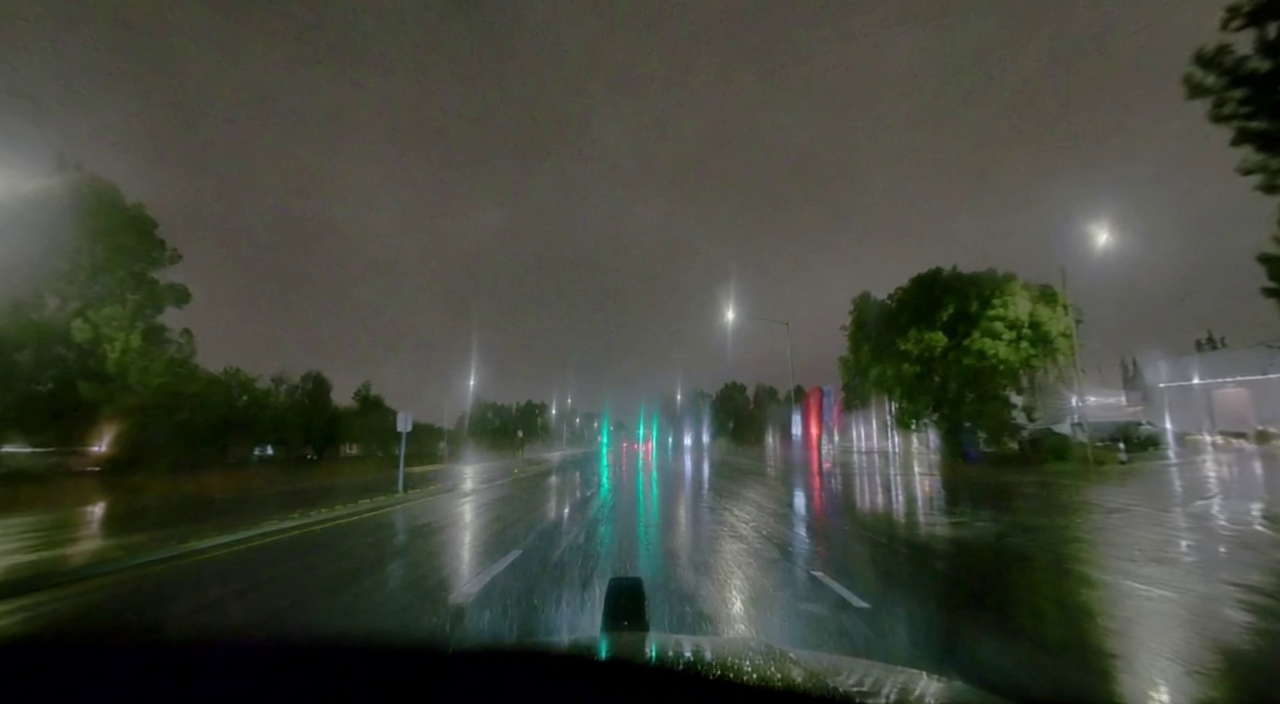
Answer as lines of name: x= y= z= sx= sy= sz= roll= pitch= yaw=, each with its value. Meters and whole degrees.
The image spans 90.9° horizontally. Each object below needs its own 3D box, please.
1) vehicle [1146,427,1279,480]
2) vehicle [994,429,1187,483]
vehicle: x=22.993 y=4.004 z=25.161 sx=3.449 sy=1.863 sz=2.299 roll=-3 pitch=-7 yaw=6
vehicle: x=17.966 y=4.146 z=25.428 sx=5.770 sy=1.844 sz=2.360 roll=-3 pitch=-7 yaw=5
